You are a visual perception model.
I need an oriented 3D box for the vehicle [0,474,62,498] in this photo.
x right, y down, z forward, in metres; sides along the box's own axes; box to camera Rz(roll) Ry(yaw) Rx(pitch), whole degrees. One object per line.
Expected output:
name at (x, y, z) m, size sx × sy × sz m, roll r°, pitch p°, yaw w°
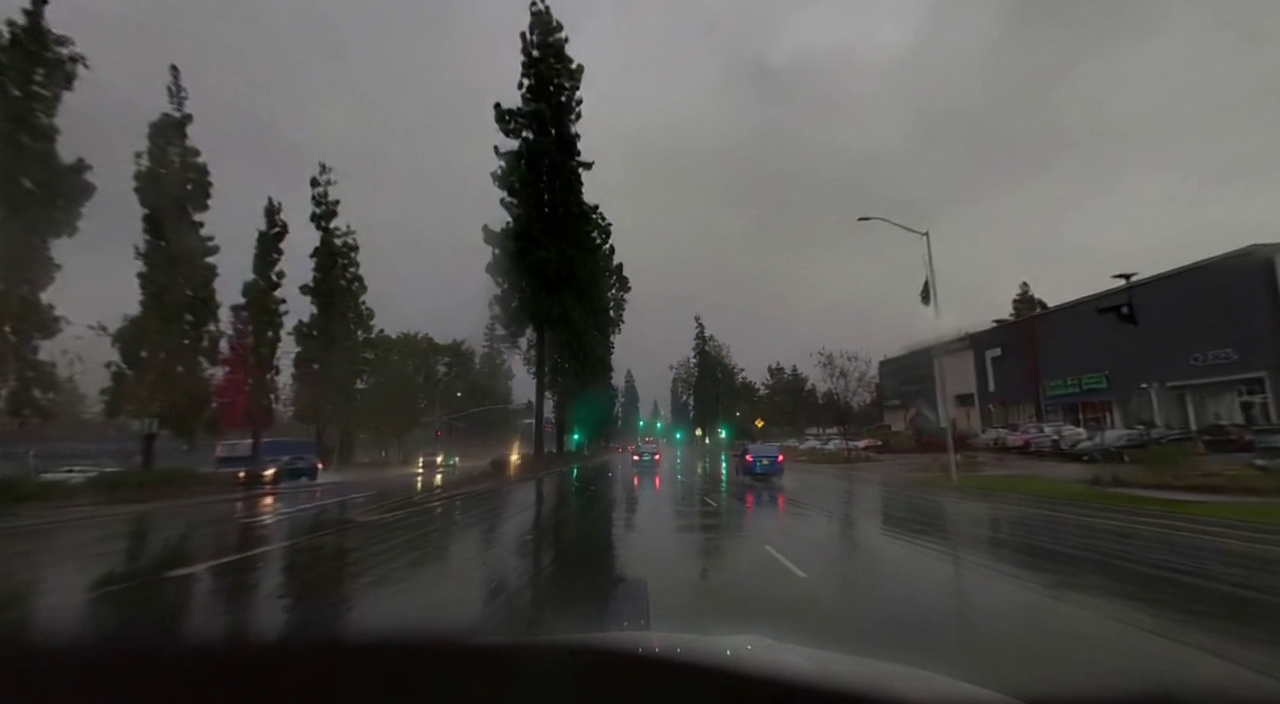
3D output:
vehicle at (-41.321, 8.942, 42.152) m, size 1.641 × 1.376 × 3.792 m, roll -1°, pitch -9°, yaw 2°

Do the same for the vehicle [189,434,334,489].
vehicle at (-28.773, 8.370, 48.908) m, size 3.375 × 3.684 × 11.176 m, roll -1°, pitch -9°, yaw 6°

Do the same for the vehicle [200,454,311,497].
vehicle at (-17.617, 5.653, 29.248) m, size 1.984 × 1.698 × 4.885 m, roll -1°, pitch -8°, yaw 1°

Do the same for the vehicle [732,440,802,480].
vehicle at (5.167, 4.455, 26.256) m, size 2.067 × 1.497 × 4.327 m, roll 0°, pitch -8°, yaw 1°

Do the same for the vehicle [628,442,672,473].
vehicle at (0.477, 5.507, 33.131) m, size 2.144 × 1.505 × 4.128 m, roll 0°, pitch -8°, yaw 0°
